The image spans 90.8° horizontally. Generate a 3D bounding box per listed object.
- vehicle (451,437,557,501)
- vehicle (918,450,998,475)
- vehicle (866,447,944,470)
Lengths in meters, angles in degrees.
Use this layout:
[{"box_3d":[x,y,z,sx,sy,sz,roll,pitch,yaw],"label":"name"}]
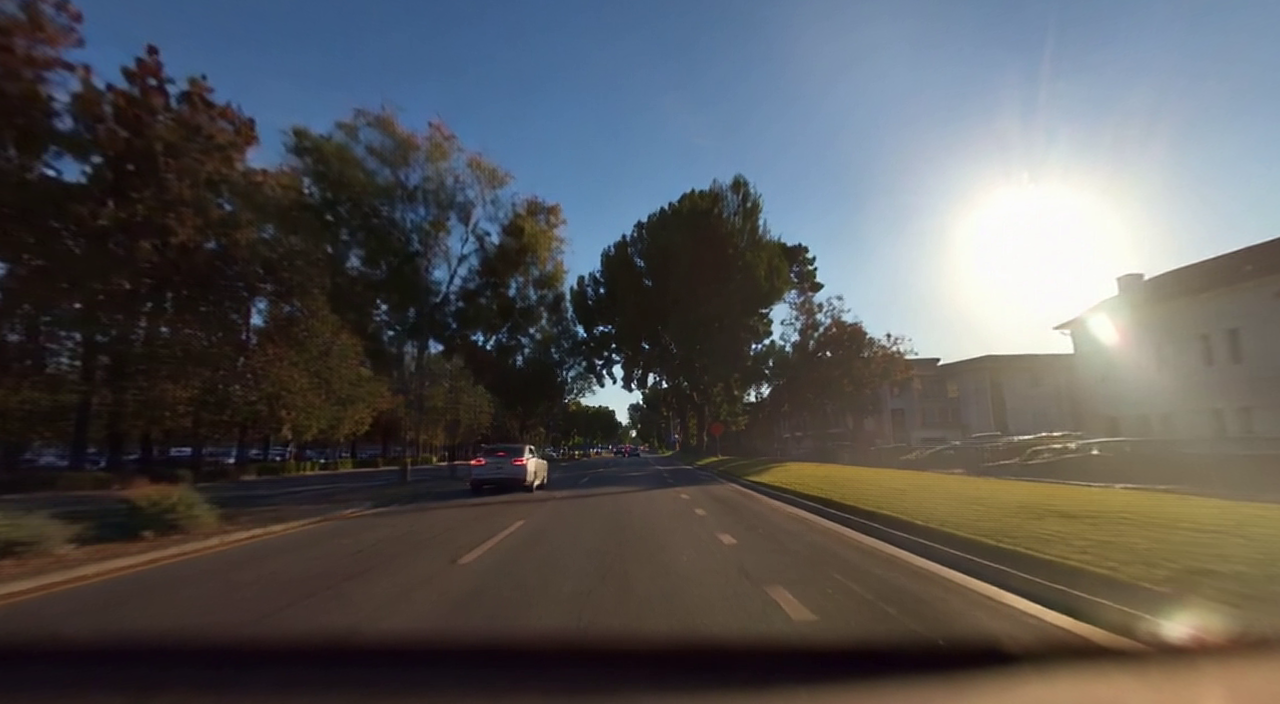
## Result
[{"box_3d":[-3.623,3.181,17.608,2.030,1.550,3.925,0,-8,1],"label":"vehicle"},{"box_3d":[19.406,6.719,38.609,3.870,1.459,1.869,1,-9,-7],"label":"vehicle"},{"box_3d":[18.292,7.338,43.714,4.520,1.557,2.056,1,-9,-7],"label":"vehicle"}]
